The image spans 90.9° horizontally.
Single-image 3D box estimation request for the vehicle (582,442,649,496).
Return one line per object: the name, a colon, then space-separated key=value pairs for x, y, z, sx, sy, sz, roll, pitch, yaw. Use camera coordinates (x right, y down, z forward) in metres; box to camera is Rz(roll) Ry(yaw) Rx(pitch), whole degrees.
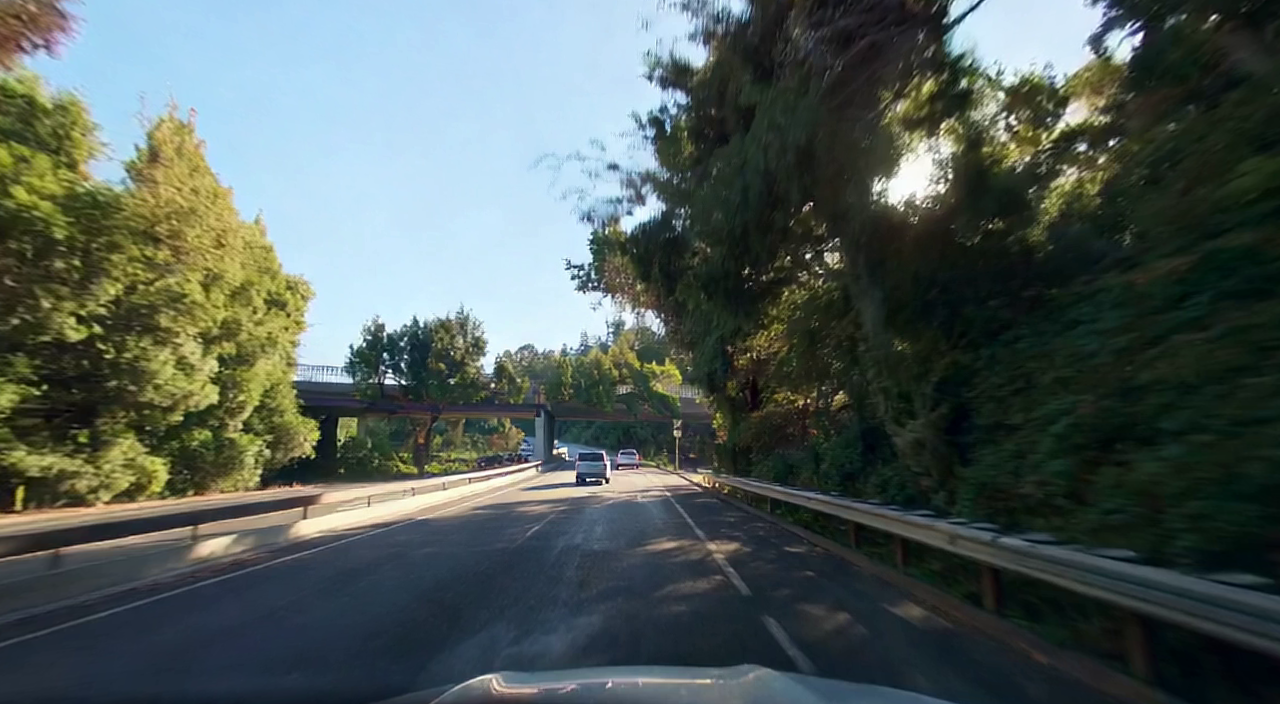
vehicle: x=-0.859 y=3.862 z=21.103 sx=2.037 sy=1.601 sz=3.643 roll=0 pitch=-9 yaw=-3
